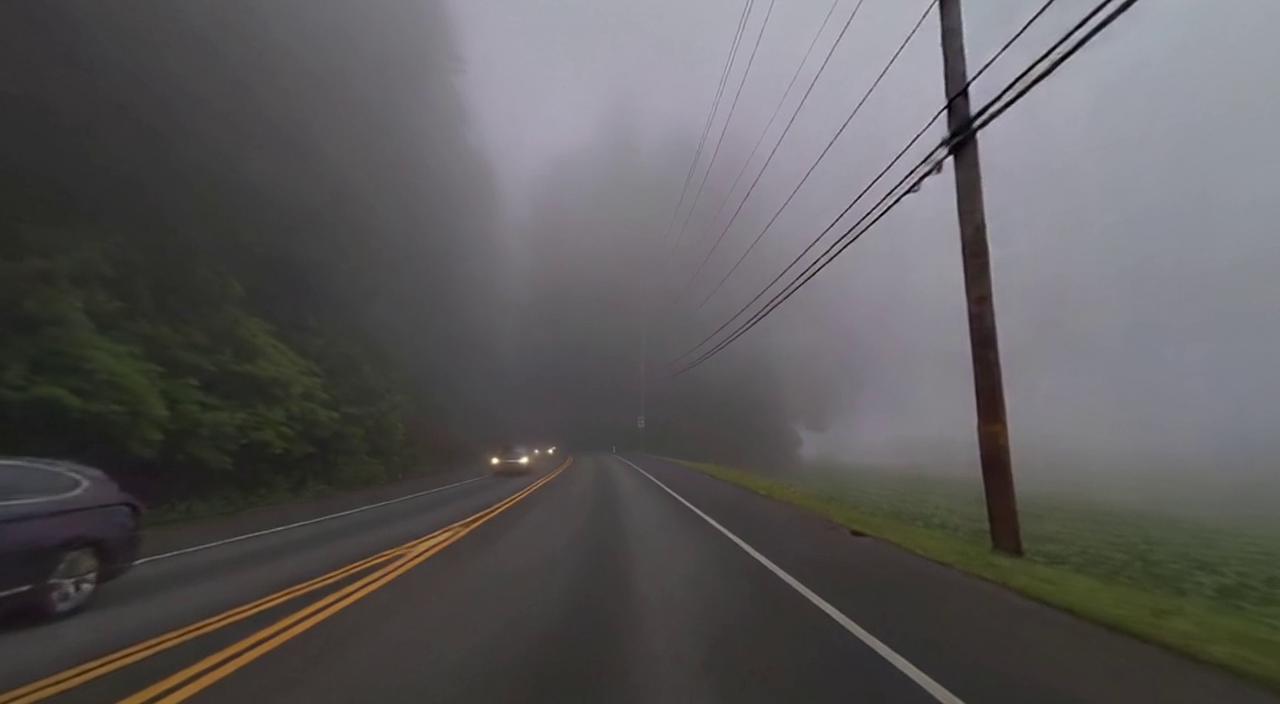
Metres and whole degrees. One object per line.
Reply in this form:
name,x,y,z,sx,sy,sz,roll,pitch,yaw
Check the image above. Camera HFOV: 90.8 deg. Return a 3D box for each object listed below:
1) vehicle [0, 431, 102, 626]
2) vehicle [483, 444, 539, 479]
vehicle,-6.555,1.294,4.018,2.099,1.640,4.555,0,-9,2
vehicle,-5.998,5.113,29.914,1.950,1.522,4.180,0,-8,-3
